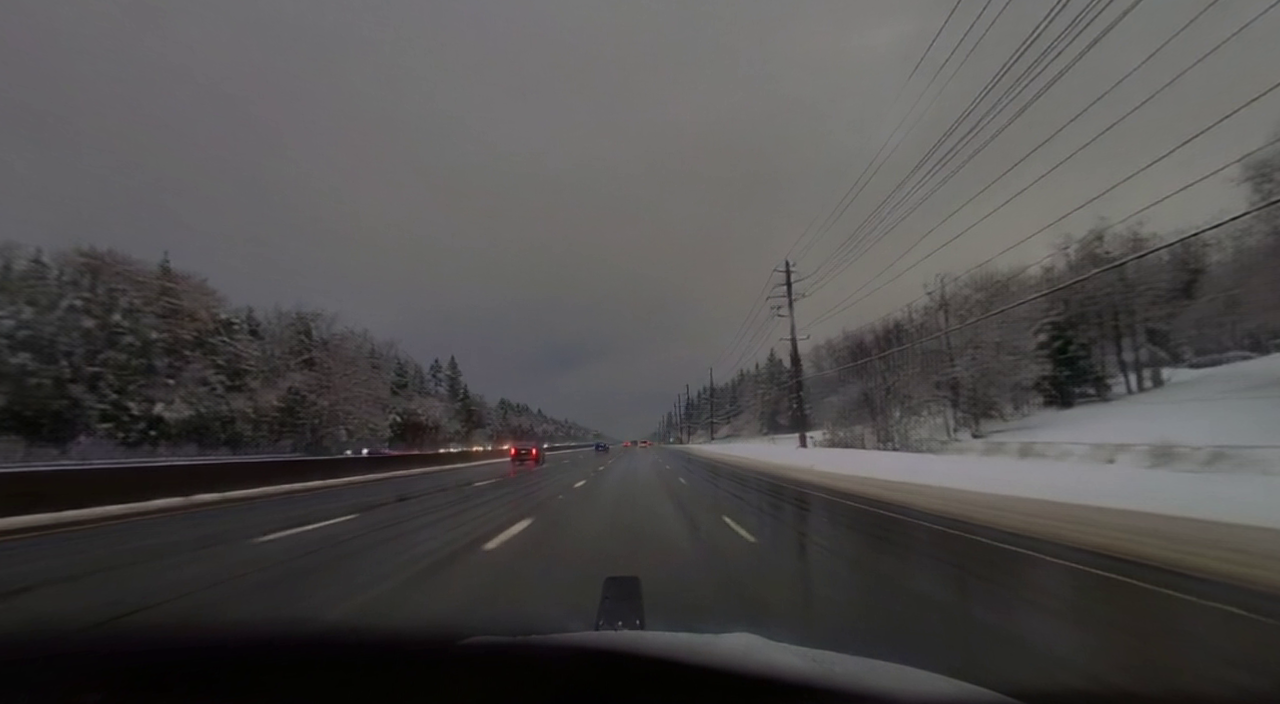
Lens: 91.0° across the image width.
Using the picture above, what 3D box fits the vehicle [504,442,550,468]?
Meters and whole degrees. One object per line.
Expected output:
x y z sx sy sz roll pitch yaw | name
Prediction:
-7.260 6.678 40.915 2.034 1.563 4.476 0 -9 1 | vehicle
